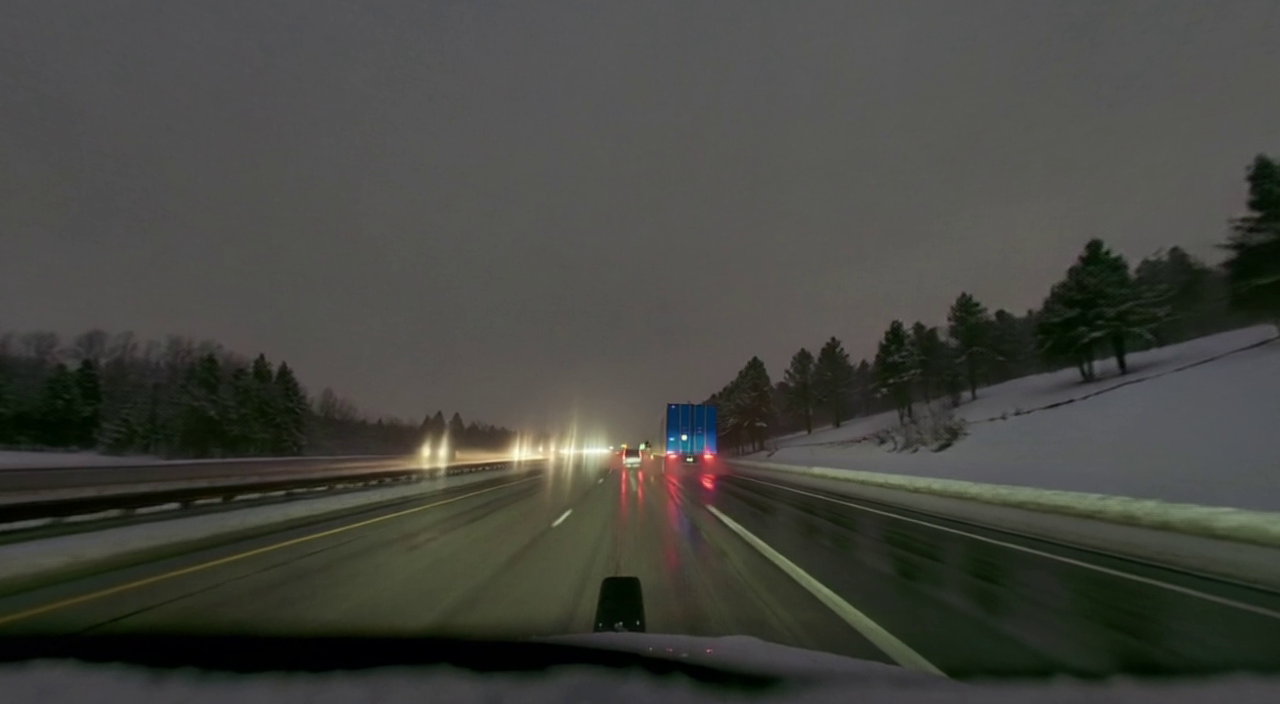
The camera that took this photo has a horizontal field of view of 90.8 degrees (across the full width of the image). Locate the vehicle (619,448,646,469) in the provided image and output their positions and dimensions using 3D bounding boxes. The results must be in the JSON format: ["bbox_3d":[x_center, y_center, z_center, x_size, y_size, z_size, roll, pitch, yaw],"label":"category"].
[{"bbox_3d":[-0.550,7.672,45.749,1.898,1.438,4.053,0,-9,-1],"label":"vehicle"}]

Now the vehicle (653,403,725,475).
[{"bbox_3d":[3.072,6.366,45.307,3.462,4.177,16.311,0,-9,-1],"label":"vehicle"}]

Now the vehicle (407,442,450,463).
[{"bbox_3d":[-15.589,7.446,46.726,1.776,1.436,3.890,0,-9,1],"label":"vehicle"}]
